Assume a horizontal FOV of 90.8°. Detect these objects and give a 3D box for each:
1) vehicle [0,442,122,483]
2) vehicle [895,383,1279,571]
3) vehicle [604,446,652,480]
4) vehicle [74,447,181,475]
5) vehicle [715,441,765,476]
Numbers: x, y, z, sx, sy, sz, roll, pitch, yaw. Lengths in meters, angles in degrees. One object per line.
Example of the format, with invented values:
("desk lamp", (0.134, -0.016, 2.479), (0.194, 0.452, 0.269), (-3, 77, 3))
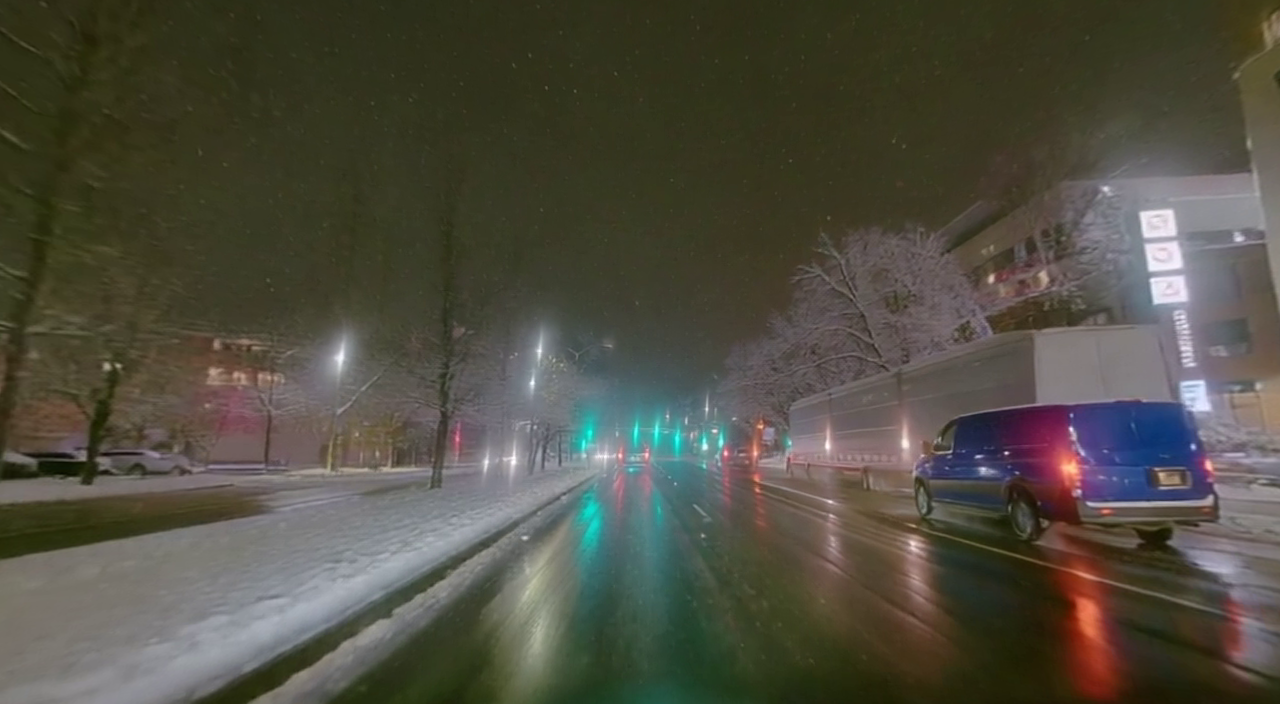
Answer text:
("vehicle", (-29.519, 5.418, 31.177), (5.525, 1.860, 2.611), (1, -8, -1))
("vehicle", (6.597, 1.827, 10.076), (2.573, 2.127, 5.568), (0, -8, -1))
("vehicle", (-0.544, 5.159, 29.625), (2.095, 1.456, 3.873), (0, -8, -1))
("vehicle", (-29.852, 6.343, 36.895), (4.453, 1.497, 1.998), (0, -8, 0))
("vehicle", (5.327, 5.715, 34.149), (2.047, 1.711, 4.265), (0, -8, 1))
